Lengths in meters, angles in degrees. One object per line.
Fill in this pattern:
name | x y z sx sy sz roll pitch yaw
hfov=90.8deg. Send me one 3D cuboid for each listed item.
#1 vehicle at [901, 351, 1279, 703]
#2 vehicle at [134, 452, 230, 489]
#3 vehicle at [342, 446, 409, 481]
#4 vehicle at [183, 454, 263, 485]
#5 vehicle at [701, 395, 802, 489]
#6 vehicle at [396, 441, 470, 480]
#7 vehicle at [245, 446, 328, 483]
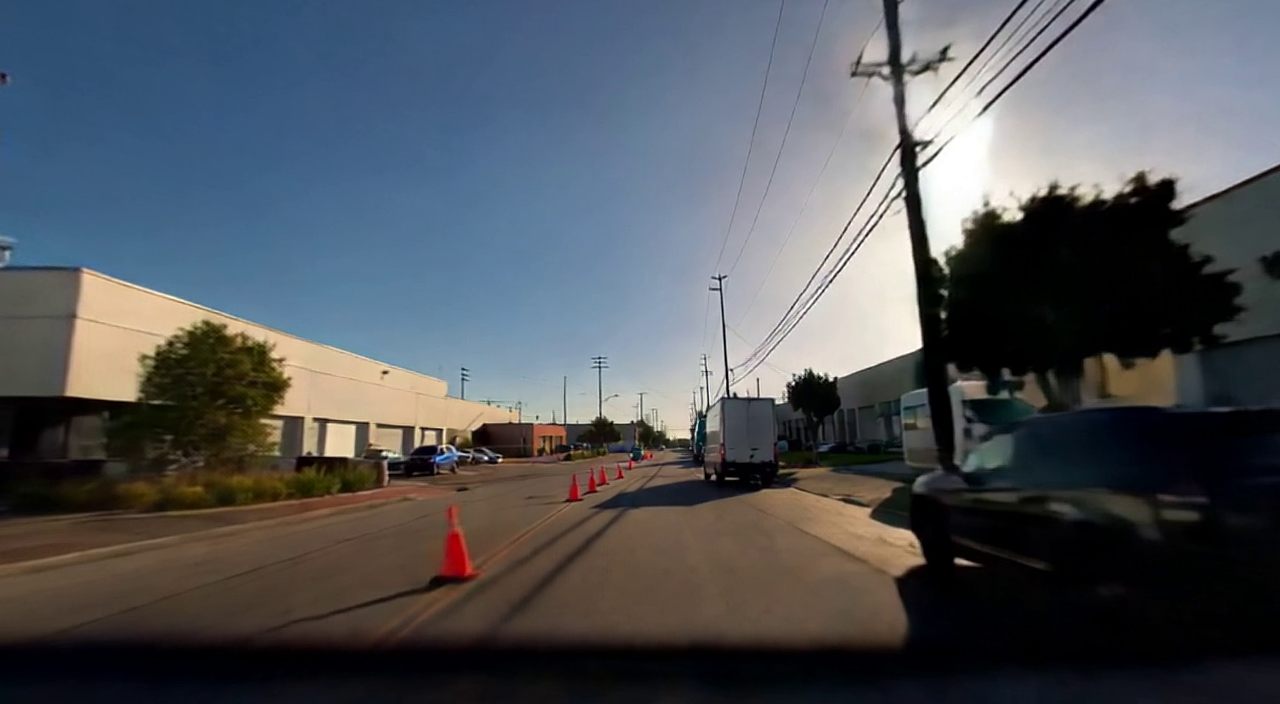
vehicle | 4.185 1.208 5.277 1.963 1.803 4.708 0 -8 0
vehicle | -25.128 6.489 34.905 2.092 1.806 4.601 0 -9 -5
vehicle | -14.659 6.167 35.266 1.971 1.789 4.360 0 -8 -2
vehicle | -22.546 6.358 34.341 1.833 1.454 3.782 0 -8 -1
vehicle | 4.318 3.741 26.271 2.871 3.301 7.433 0 -8 1
vehicle | -11.671 6.111 36.049 2.287 1.975 5.511 -1 -8 1
vehicle | -19.797 6.283 35.703 2.026 1.885 4.932 0 -8 -3
